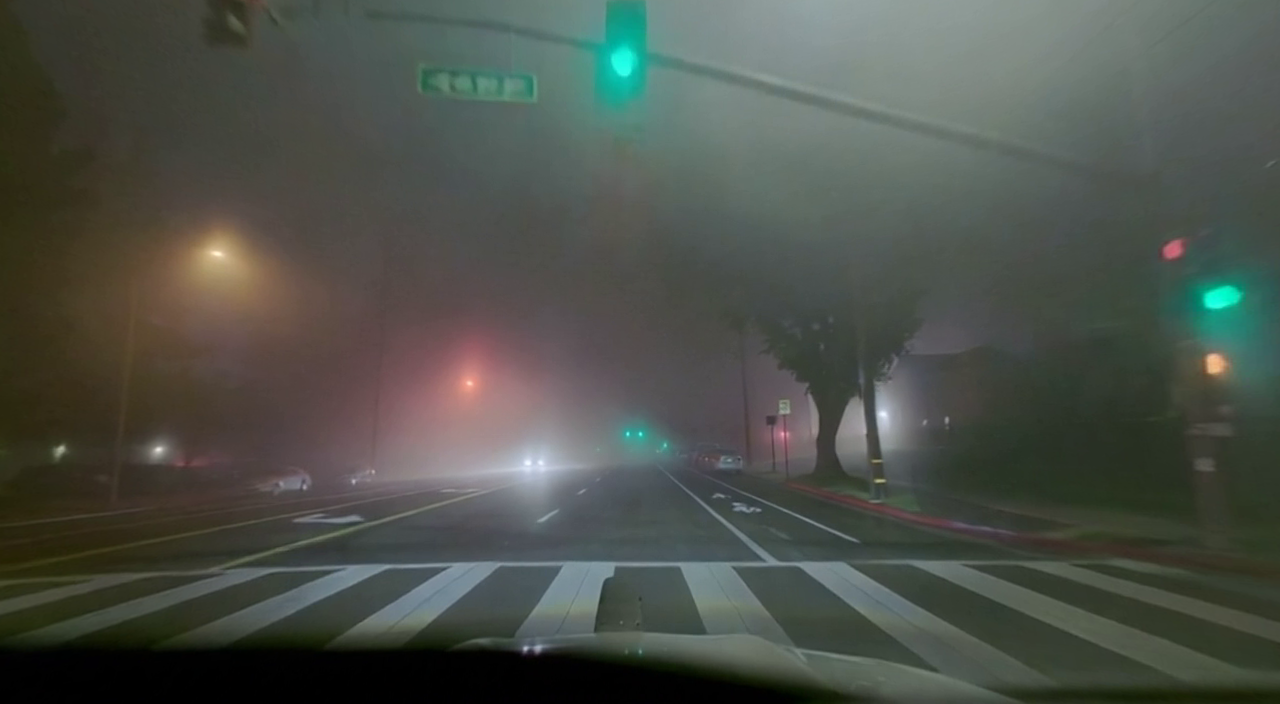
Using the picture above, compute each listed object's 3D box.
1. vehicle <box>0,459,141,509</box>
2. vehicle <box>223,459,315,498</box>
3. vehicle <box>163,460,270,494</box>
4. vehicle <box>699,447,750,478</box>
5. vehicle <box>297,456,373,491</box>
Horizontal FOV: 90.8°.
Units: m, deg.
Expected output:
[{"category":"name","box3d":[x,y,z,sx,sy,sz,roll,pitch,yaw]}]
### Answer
[{"category":"vehicle","box3d":[-23.274,5.249,25.384,4.488,1.810,2.003,1,-9,-9]},{"category":"vehicle","box3d":[-17.822,6.079,30.636,1.896,1.661,4.191,-1,-9,0]},{"category":"vehicle","box3d":[-23.628,6.964,35.354,4.670,1.486,1.864,-4,-9,1]},{"category":"vehicle","box3d":[4.392,5.846,33.672,1.927,1.523,4.668,0,-9,-2]},{"category":"vehicle","box3d":[-17.839,7.100,37.259,2.105,1.734,4.673,-4,-8,1]}]
